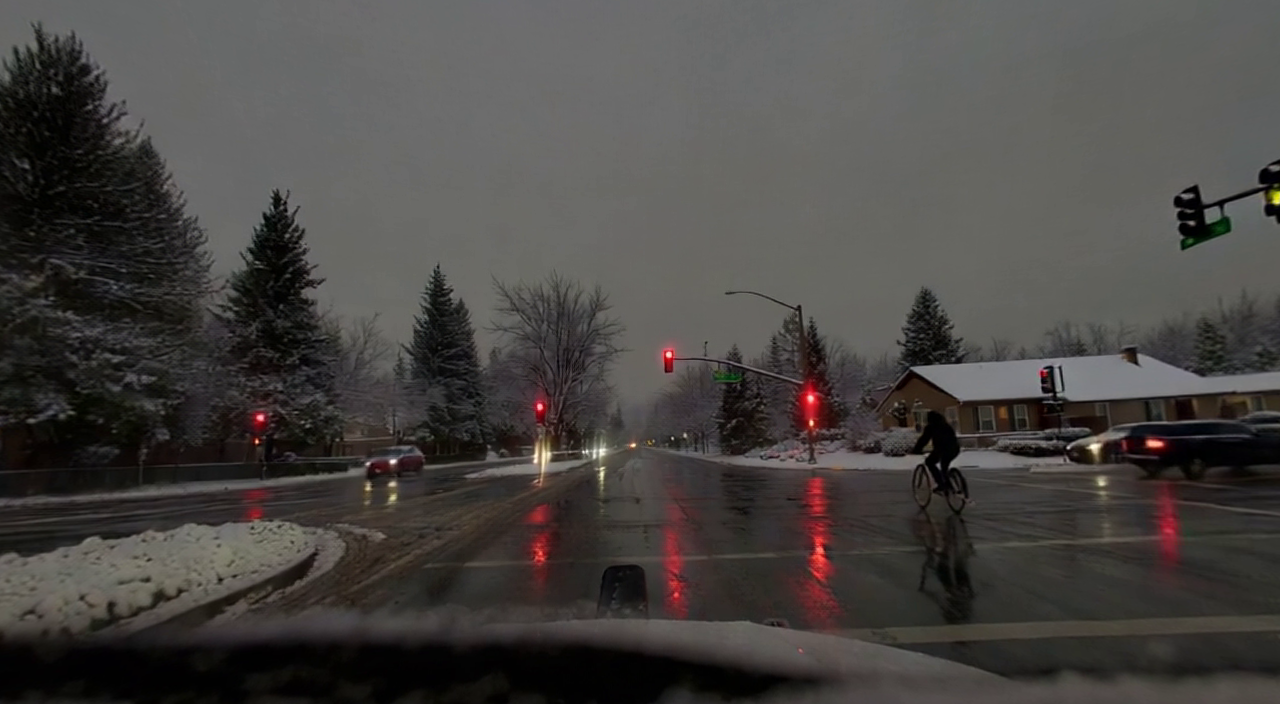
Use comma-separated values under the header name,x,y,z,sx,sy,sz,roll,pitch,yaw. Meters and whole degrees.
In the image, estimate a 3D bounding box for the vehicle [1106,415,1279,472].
name,x,y,z,sx,sy,sz,roll,pitch,yaw
vehicle,16.348,2.578,17.737,4.749,1.496,2.017,-1,-9,2

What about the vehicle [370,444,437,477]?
name,x,y,z,sx,sy,sz,roll,pitch,yaw
vehicle,-13.911,6.383,37.352,2.148,1.753,4.558,0,-9,1
